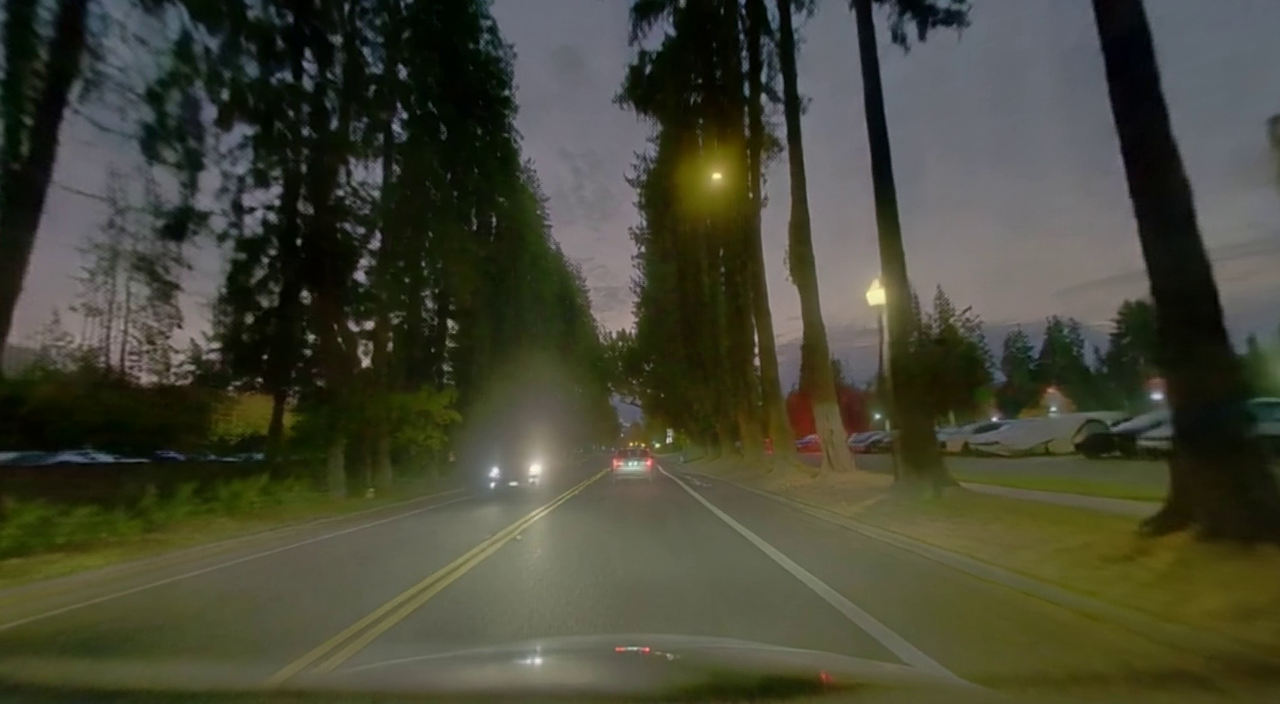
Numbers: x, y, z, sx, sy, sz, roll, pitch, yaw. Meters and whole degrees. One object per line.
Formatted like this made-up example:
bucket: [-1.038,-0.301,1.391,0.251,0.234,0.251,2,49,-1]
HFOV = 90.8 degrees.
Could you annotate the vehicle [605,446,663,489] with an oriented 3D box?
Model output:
vehicle: [-0.255,4.670,25.903,2.152,1.574,4.223,-1,-9,-1]

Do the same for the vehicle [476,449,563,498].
vehicle: [-3.975,4.073,21.696,2.028,1.464,4.602,-1,-9,1]
